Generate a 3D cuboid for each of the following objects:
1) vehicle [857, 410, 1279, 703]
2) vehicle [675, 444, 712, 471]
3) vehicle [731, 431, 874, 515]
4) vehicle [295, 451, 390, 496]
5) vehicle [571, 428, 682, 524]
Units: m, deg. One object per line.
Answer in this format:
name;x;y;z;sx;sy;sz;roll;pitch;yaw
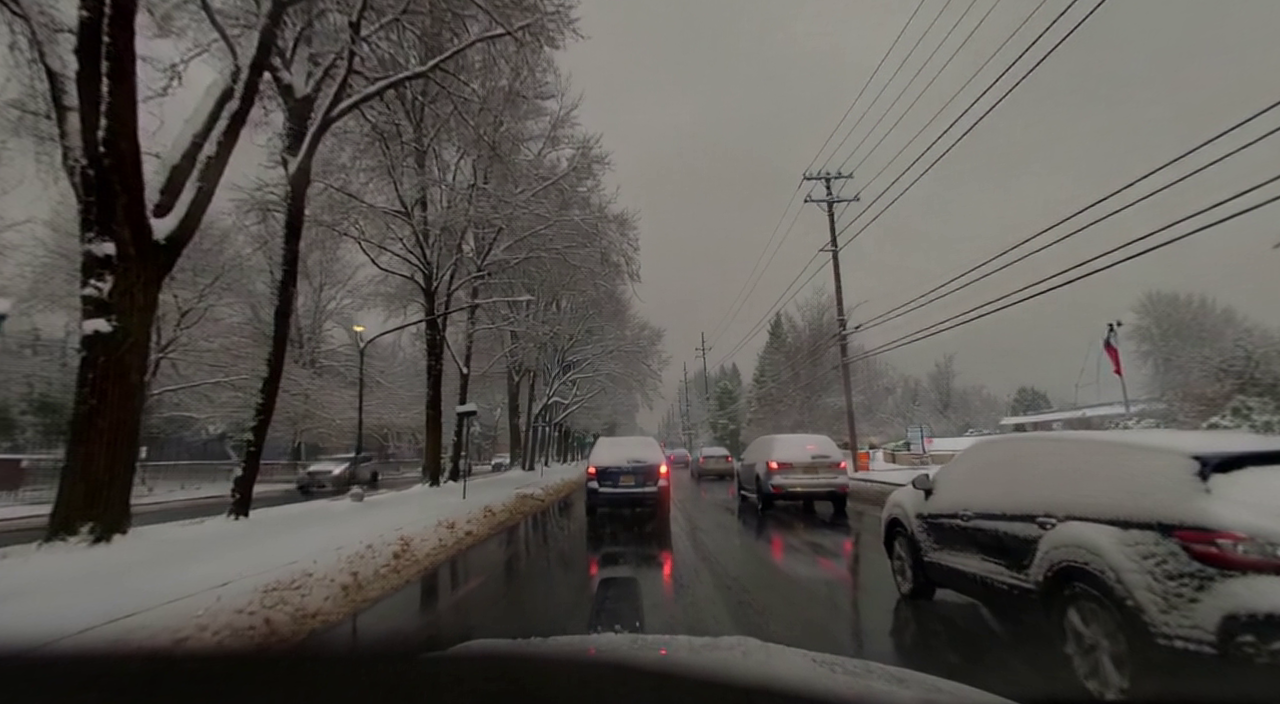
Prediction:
vehicle;3.393;1.265;4.539;1.977;1.460;4.565;0;-8;-1
vehicle;3.752;7.518;45.273;2.175;1.788;4.271;0;-8;-2
vehicle;3.746;2.882;15.609;2.116;1.726;4.672;0;-8;-2
vehicle;-12.664;5.152;27.241;1.911;1.693;4.452;-1;-8;0
vehicle;-0.294;2.599;13.765;2.050;1.745;3.915;0;-8;-1
